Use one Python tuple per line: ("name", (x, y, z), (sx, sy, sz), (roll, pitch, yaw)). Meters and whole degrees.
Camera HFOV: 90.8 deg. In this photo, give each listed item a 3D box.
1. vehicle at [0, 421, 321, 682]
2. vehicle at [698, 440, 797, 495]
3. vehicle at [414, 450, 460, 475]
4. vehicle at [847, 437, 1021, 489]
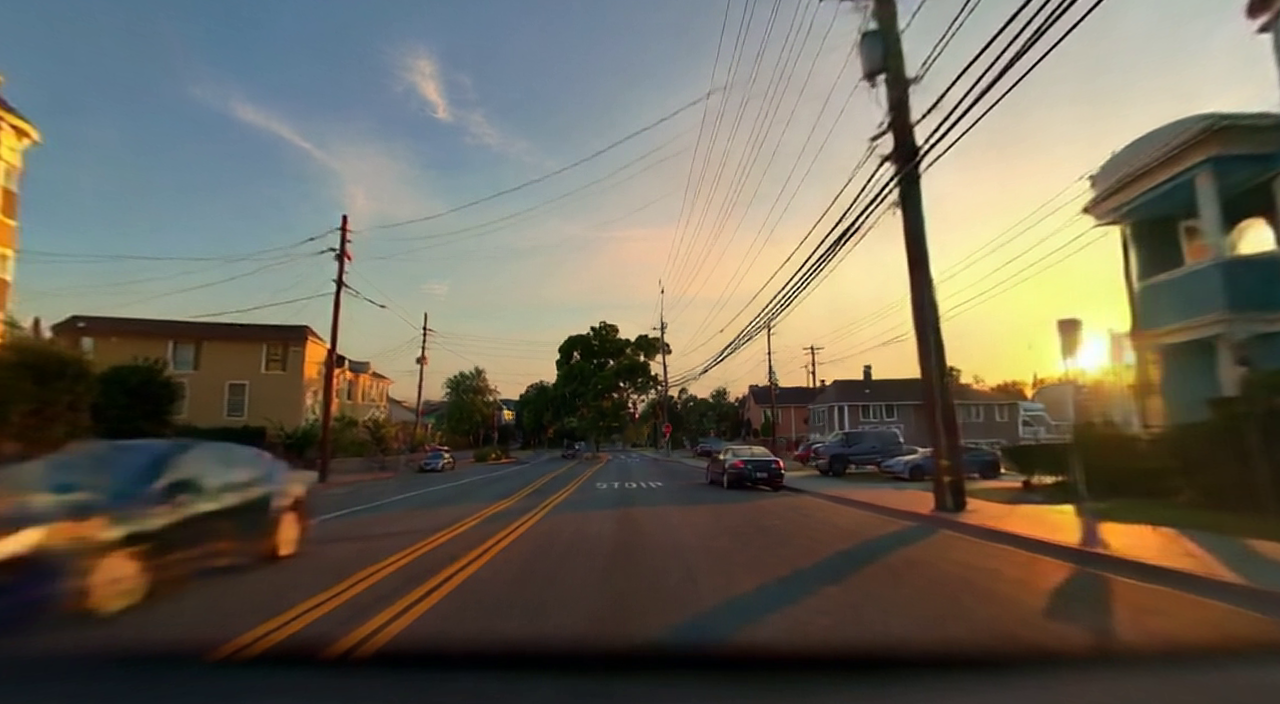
("vehicle", (-4.915, 1.460, 5.534), (2.205, 1.480, 4.366), (-1, -8, -4))
("vehicle", (3.105, 3.451, 19.354), (1.917, 1.434, 4.733), (0, -8, -4))
("vehicle", (-13.169, 7.135, 41.244), (1.957, 1.459, 4.913), (1, -8, -7))
("vehicle", (9.126, 3.444, 19.919), (4.658, 1.465, 2.025), (-4, -9, 24))
